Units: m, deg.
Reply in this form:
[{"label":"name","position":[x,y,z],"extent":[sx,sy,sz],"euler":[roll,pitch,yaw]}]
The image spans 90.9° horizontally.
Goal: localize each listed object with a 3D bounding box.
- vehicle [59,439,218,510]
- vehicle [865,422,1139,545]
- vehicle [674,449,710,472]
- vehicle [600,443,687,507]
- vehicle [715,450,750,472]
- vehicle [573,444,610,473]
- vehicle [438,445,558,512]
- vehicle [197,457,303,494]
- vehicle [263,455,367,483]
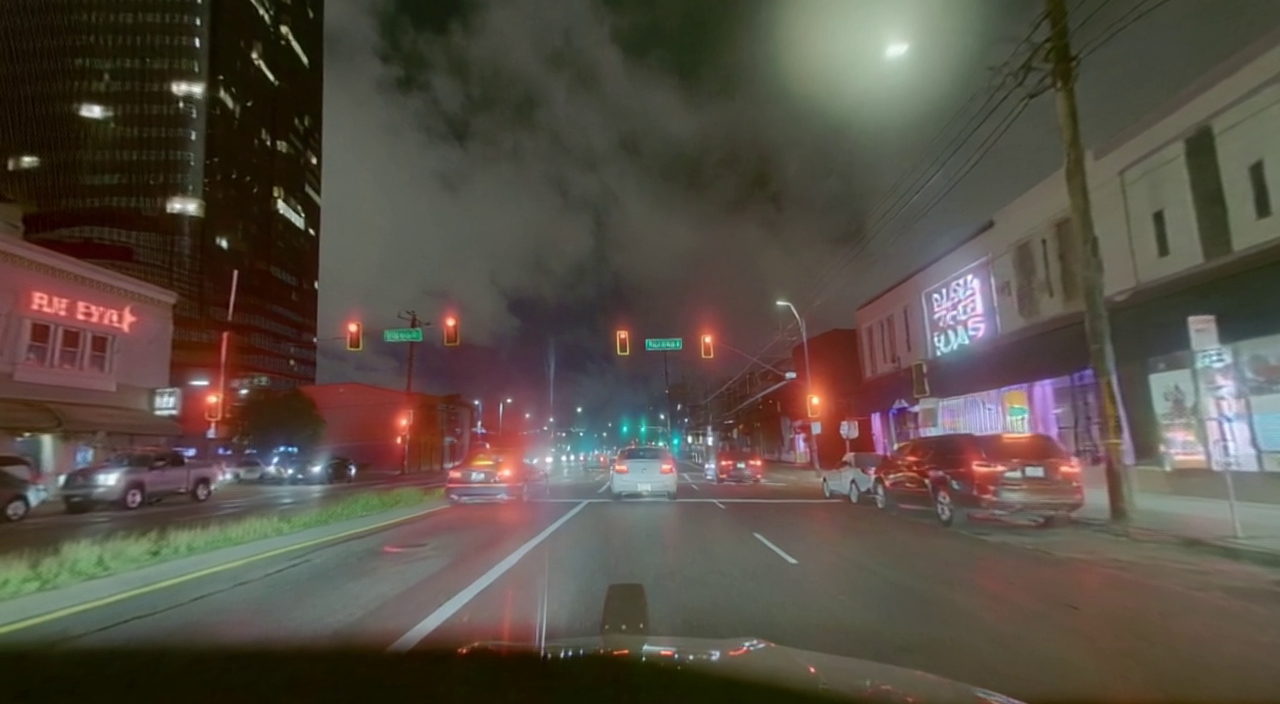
[{"label":"vehicle","position":[-16.193,3.923,20.864],"extent":[2.239,1.963,5.779],"euler":[3,-9,-19]},{"label":"vehicle","position":[6.529,2.431,12.430],"extent":[2.289,1.867,5.322],"euler":[0,-9,1]},{"label":"vehicle","position":[3.455,7.332,42.728],"extent":[2.047,1.463,4.514],"euler":[0,-9,0]},{"label":"vehicle","position":[0.066,3.196,16.829],"extent":[2.037,1.484,4.073],"euler":[0,-9,0]},{"label":"vehicle","position":[6.840,8.112,47.083],"extent":[1.944,1.462,4.406],"euler":[0,-9,0]},{"label":"vehicle","position":[-3.057,6.825,40.492],"extent":[2.007,1.736,4.185],"euler":[0,-9,1]},{"label":"vehicle","position":[-3.402,3.111,16.059],"extent":[1.950,1.450,4.257],"euler":[0,-9,2]},{"label":"vehicle","position":[-17.228,5.433,28.132],"extent":[1.774,1.436,4.473],"euler":[0,-9,1]},{"label":"vehicle","position":[-18.994,6.812,36.885],"extent":[5.163,1.510,2.174],"euler":[-2,-9,15]}]
